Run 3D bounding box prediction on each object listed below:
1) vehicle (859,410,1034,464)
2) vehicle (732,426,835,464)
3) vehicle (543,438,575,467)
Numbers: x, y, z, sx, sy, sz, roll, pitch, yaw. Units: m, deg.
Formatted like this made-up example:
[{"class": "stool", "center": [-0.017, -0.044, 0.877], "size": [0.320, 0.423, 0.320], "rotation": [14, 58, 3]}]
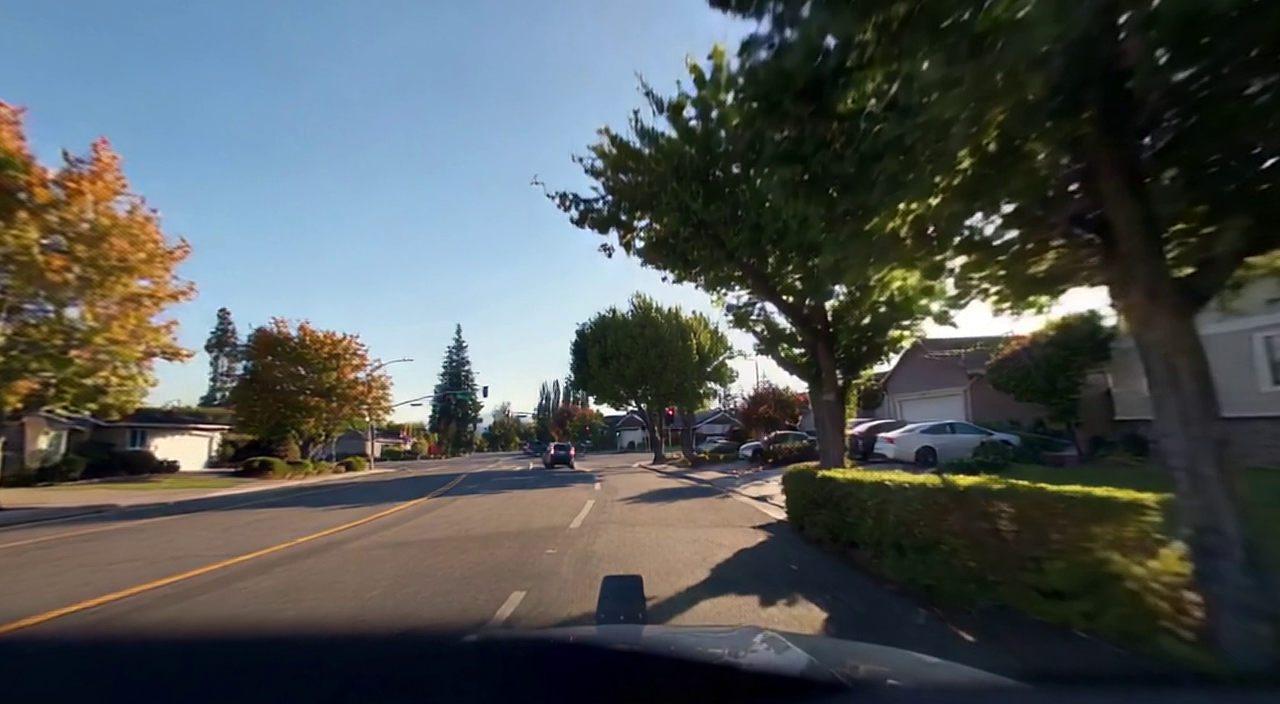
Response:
[{"class": "vehicle", "center": [9.694, 2.739, 20.238], "size": [4.590, 1.648, 1.876], "rotation": [0, -9, -3]}, {"class": "vehicle", "center": [7.291, 4.760, 32.394], "size": [4.663, 1.618, 1.962], "rotation": [-2, -8, -7]}, {"class": "vehicle", "center": [-5.537, 6.789, 42.913], "size": [2.041, 1.834, 4.679], "rotation": [1, -9, -8]}]
